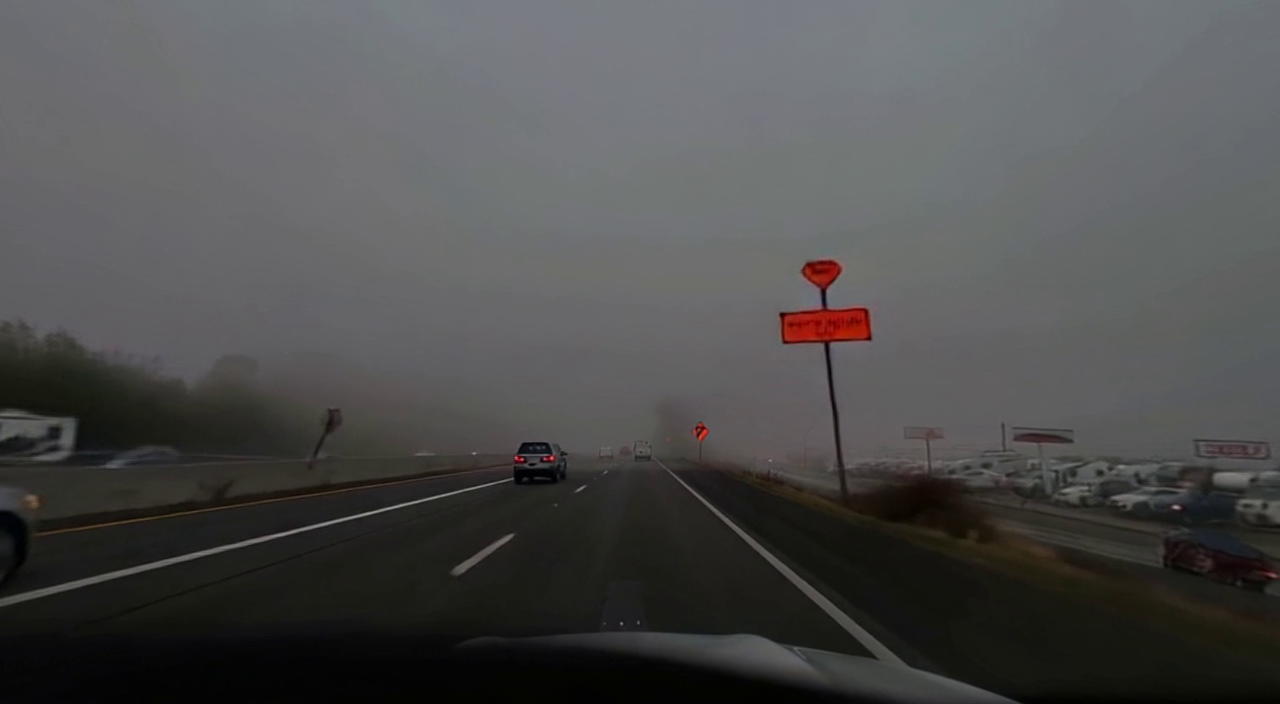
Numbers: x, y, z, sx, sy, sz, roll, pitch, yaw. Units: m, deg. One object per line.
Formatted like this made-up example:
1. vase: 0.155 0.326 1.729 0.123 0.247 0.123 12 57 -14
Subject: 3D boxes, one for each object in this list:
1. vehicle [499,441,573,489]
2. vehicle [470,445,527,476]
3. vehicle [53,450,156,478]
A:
1. vehicle: -3.944 4.354 24.598 2.070 1.665 4.213 0 -9 1
2. vehicle: -7.537 5.808 33.902 1.991 1.538 4.360 0 -9 1
3. vehicle: -32.574 6.814 38.529 1.850 1.534 4.913 0 -9 2
